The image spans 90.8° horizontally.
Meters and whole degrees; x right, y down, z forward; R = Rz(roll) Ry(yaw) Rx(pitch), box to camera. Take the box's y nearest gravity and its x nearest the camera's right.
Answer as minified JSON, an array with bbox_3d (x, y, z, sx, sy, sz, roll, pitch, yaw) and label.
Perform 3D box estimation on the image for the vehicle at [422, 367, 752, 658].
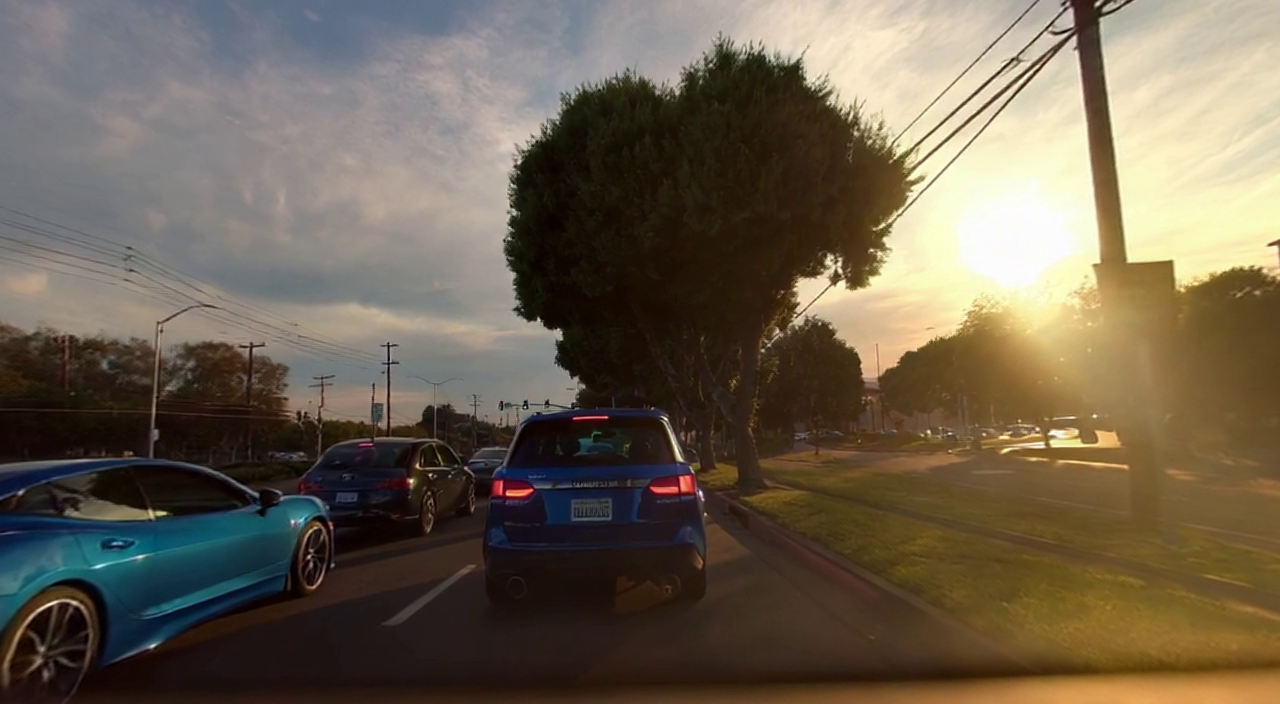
[{"bbox_3d":[-0.281,1.264,5.893,2.012,1.769,3.897,0,-8,1],"label":"vehicle"}]

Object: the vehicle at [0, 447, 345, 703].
[{"bbox_3d":[-3.751,1.223,3.699,1.865,1.314,4.461,0,-8,1],"label":"vehicle"}]
